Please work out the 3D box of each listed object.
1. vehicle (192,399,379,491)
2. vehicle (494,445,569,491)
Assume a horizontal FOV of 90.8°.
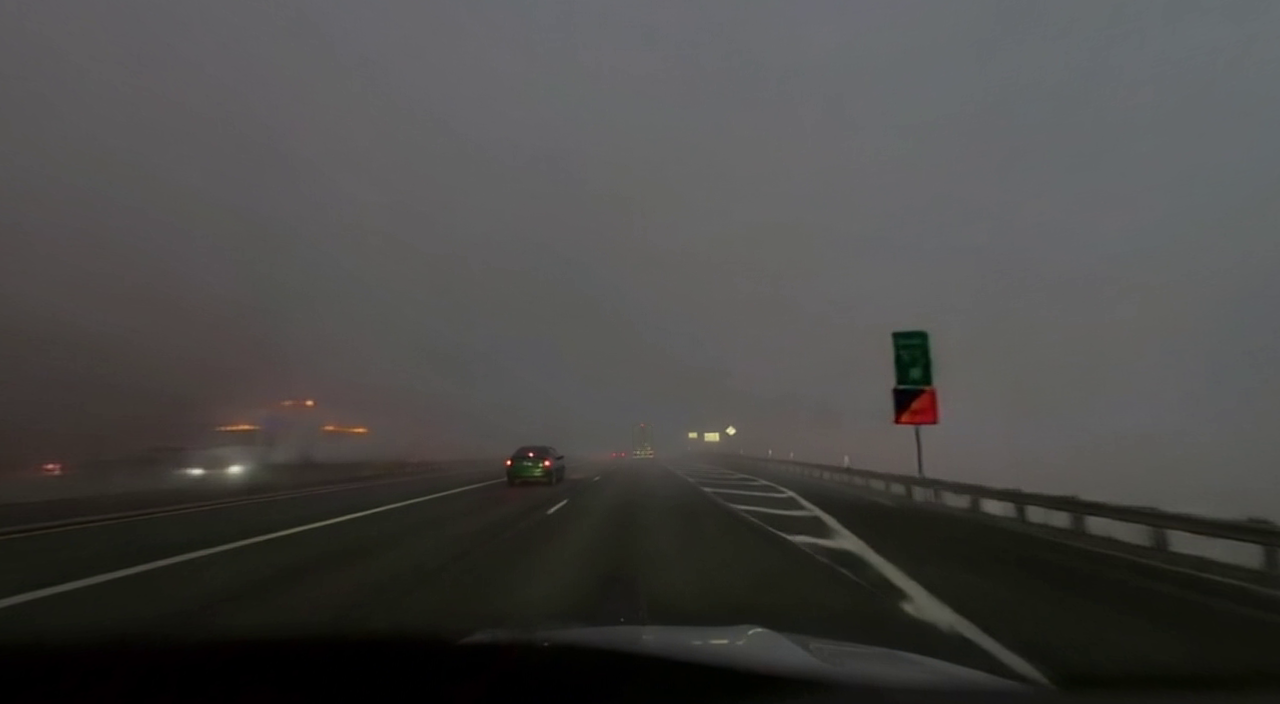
[{"bbox_3d":[-17.485,4.851,32.665,2.993,3.871,11.549,0,-9,0],"label":"vehicle"},{"bbox_3d":[-3.721,4.072,22.444,1.886,1.465,4.119,0,-9,1],"label":"vehicle"}]
